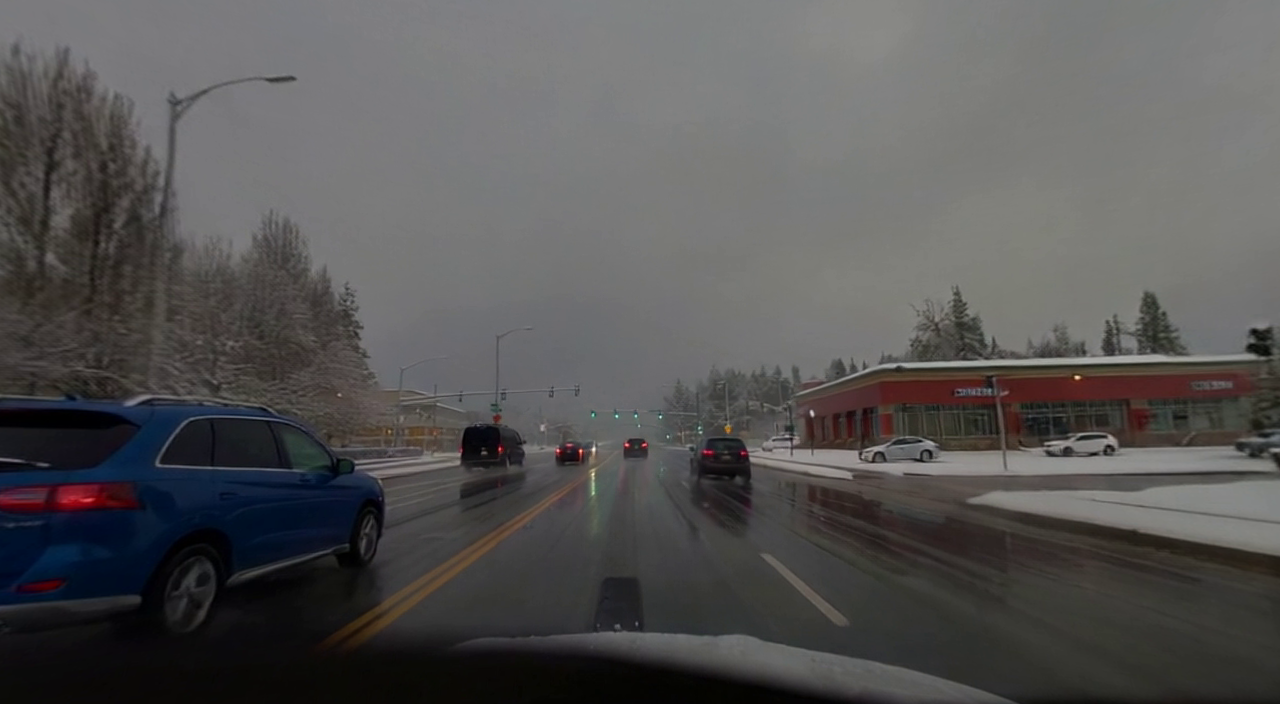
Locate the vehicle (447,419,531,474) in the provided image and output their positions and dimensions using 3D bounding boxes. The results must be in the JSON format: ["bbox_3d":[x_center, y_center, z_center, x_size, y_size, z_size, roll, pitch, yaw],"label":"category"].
[{"bbox_3d":[-7.688,4.936,32.961,2.863,2.592,6.410,0,-9,-1],"label":"vehicle"}]

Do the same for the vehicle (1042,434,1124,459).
[{"bbox_3d":[27.739,5.968,39.645,1.768,1.460,4.677,0,-9,0],"label":"vehicle"}]

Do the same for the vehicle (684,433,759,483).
[{"bbox_3d":[3.121,4.193,25.146,2.167,1.792,4.835,0,-9,-2],"label":"vehicle"}]

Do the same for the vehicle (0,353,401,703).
[{"bbox_3d":[-3.846,1.191,5.235,2.038,1.748,4.303,0,-9,-1],"label":"vehicle"}]

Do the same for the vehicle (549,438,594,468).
[{"bbox_3d":[-4.050,6.102,38.087,2.133,1.677,4.727,0,-9,1],"label":"vehicle"}]

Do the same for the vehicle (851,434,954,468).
[{"bbox_3d":[14.414,5.466,34.779,4.626,1.562,2.159,-2,-9,-2],"label":"vehicle"}]
